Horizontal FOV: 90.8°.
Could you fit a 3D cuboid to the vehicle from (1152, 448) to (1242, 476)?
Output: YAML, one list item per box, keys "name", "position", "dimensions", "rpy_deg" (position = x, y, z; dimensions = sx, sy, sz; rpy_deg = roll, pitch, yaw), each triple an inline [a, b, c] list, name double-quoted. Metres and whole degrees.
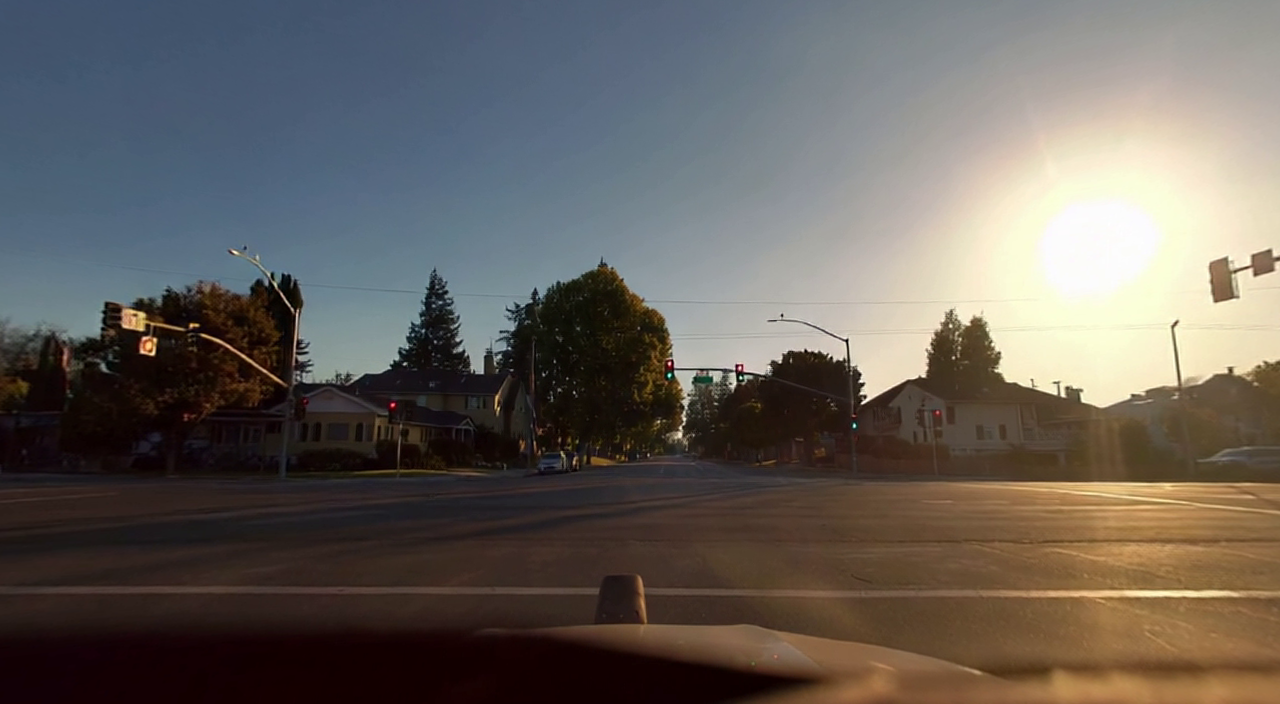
- name: "vehicle"
  position: [36.783, 7.240, 41.879]
  dimensions: [1.853, 1.723, 4.460]
  rpy_deg: [0, -9, 0]

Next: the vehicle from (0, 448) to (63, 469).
- name: "vehicle"
  position: [-44.291, 7.635, 45.356]
  dimensions: [3.949, 1.422, 1.744]
  rpy_deg: [0, -9, 1]
